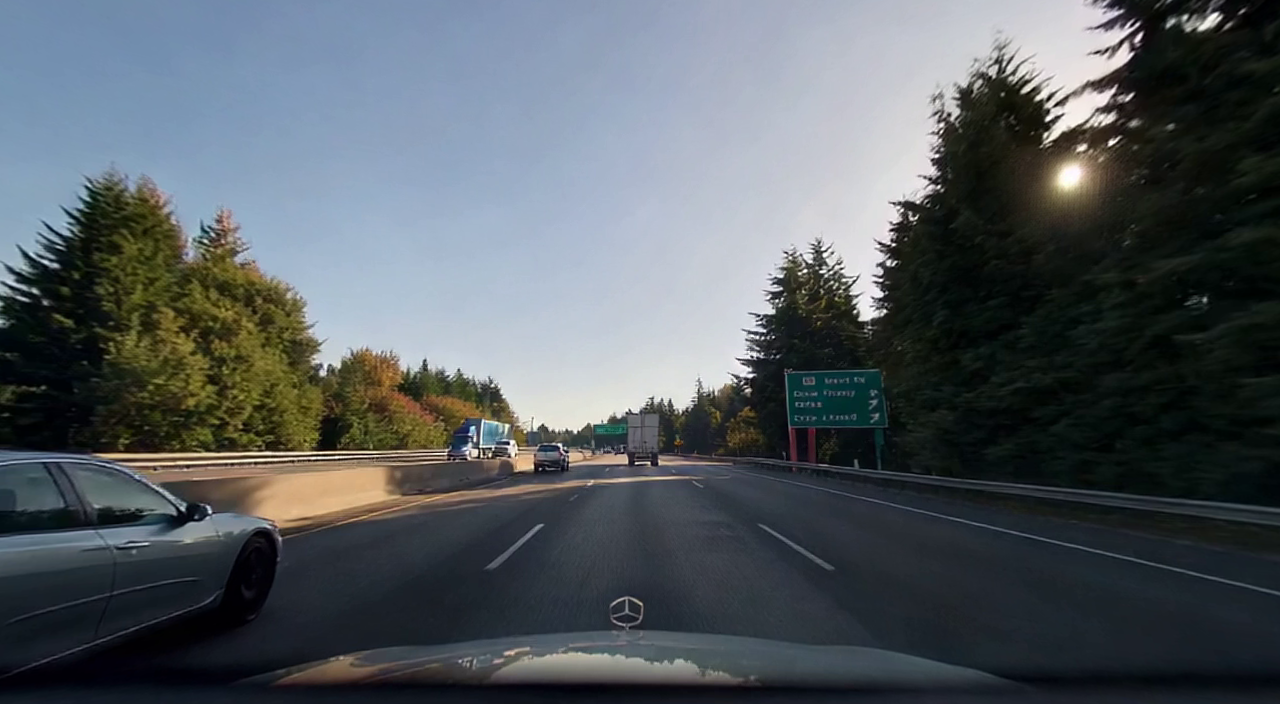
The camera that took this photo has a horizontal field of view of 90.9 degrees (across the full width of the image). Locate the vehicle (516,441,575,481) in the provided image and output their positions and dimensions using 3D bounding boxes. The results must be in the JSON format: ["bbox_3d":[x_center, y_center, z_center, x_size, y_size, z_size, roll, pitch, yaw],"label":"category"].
[{"bbox_3d":[-4.201,4.916,28.626,2.079,1.656,3.965,0,-9,0],"label":"vehicle"}]

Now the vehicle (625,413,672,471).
[{"bbox_3d":[0.420,6.286,43.718,2.893,3.628,9.081,0,-9,-1],"label":"vehicle"}]
